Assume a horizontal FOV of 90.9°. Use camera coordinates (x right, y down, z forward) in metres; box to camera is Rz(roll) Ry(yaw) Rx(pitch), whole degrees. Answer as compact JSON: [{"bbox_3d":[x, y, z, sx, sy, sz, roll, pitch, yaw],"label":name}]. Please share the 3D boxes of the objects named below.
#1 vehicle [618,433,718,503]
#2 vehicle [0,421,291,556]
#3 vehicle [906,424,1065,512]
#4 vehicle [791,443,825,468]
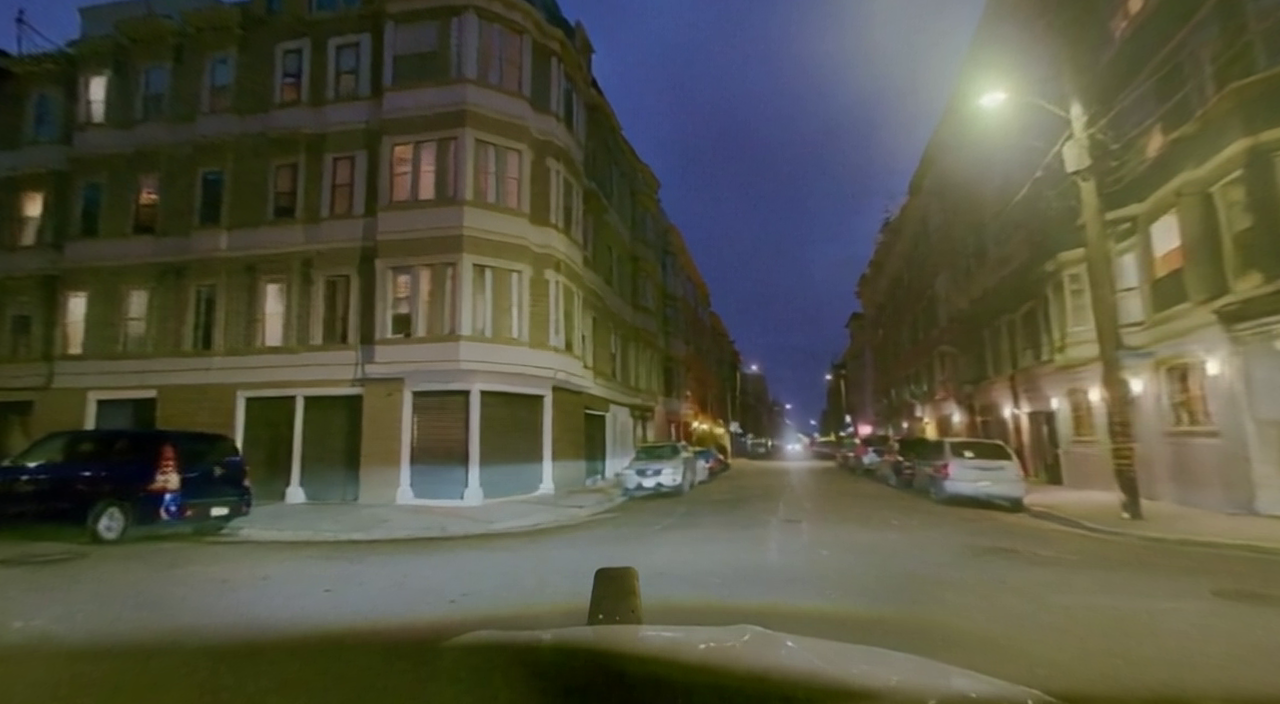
[{"bbox_3d":[0.783,2.699,15.241,1.882,1.459,3.518,-2,-8,11],"label":"vehicle"},{"bbox_3d":[-7.932,1.870,9.256,4.679,1.631,2.025,-2,-8,14],"label":"vehicle"},{"bbox_3d":[7.051,2.368,13.342,1.868,1.544,3.869,-2,-9,12],"label":"vehicle"},{"bbox_3d":[12.596,7.715,47.293,2.341,1.675,4.360,-2,-8,14],"label":"vehicle"}]
